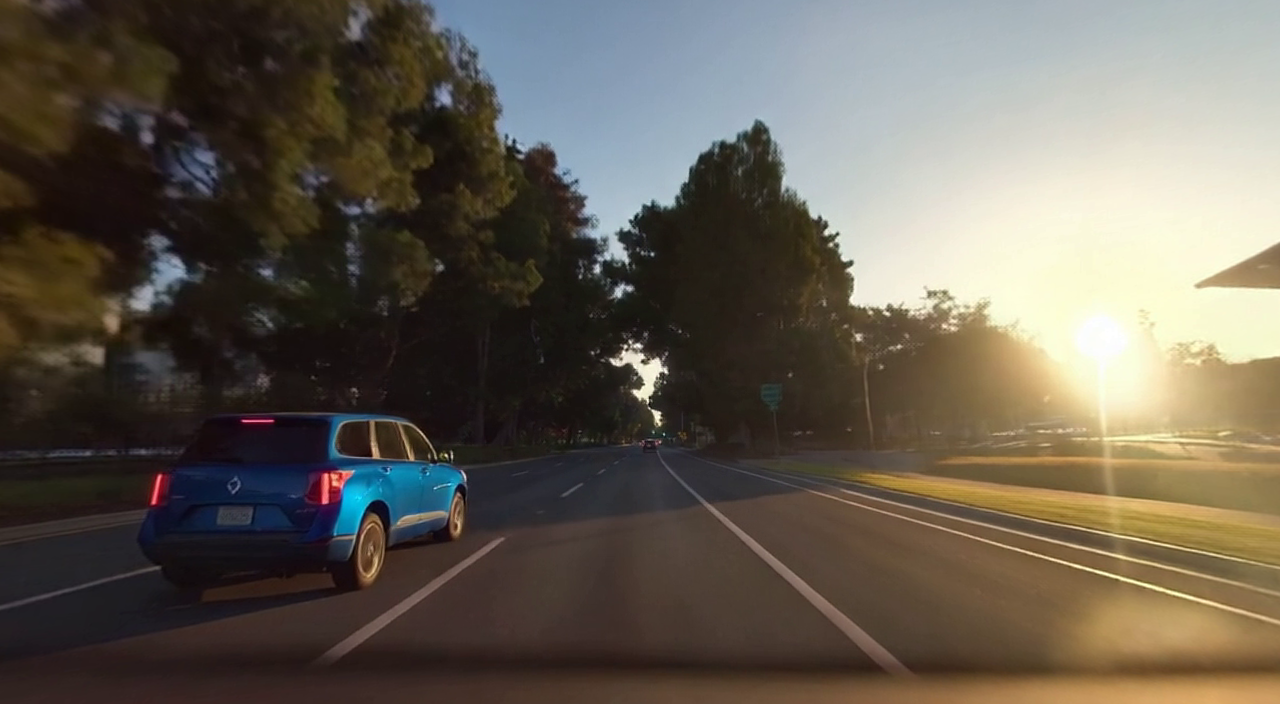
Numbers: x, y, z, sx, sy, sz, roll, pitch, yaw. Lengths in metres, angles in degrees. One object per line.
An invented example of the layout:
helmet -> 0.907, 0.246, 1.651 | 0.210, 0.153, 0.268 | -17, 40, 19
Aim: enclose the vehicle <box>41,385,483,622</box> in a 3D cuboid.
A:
vehicle -> -3.317, 1.430, 6.894 | 2.033, 1.713, 4.503 | 0, -8, 0
